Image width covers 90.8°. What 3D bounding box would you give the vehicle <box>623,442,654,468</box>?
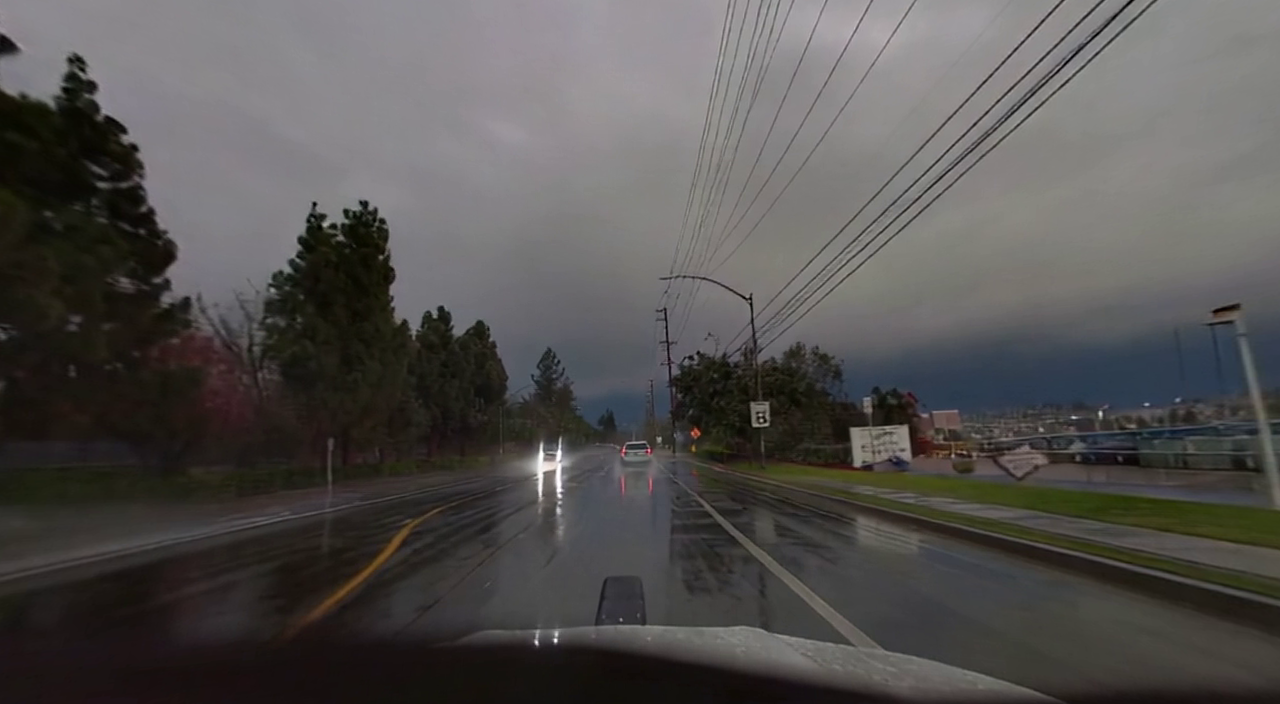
[{"bbox_3d":[-0.124,7.351,45.147,2.163,1.746,4.073,0,-8,-1],"label":"vehicle"}]
